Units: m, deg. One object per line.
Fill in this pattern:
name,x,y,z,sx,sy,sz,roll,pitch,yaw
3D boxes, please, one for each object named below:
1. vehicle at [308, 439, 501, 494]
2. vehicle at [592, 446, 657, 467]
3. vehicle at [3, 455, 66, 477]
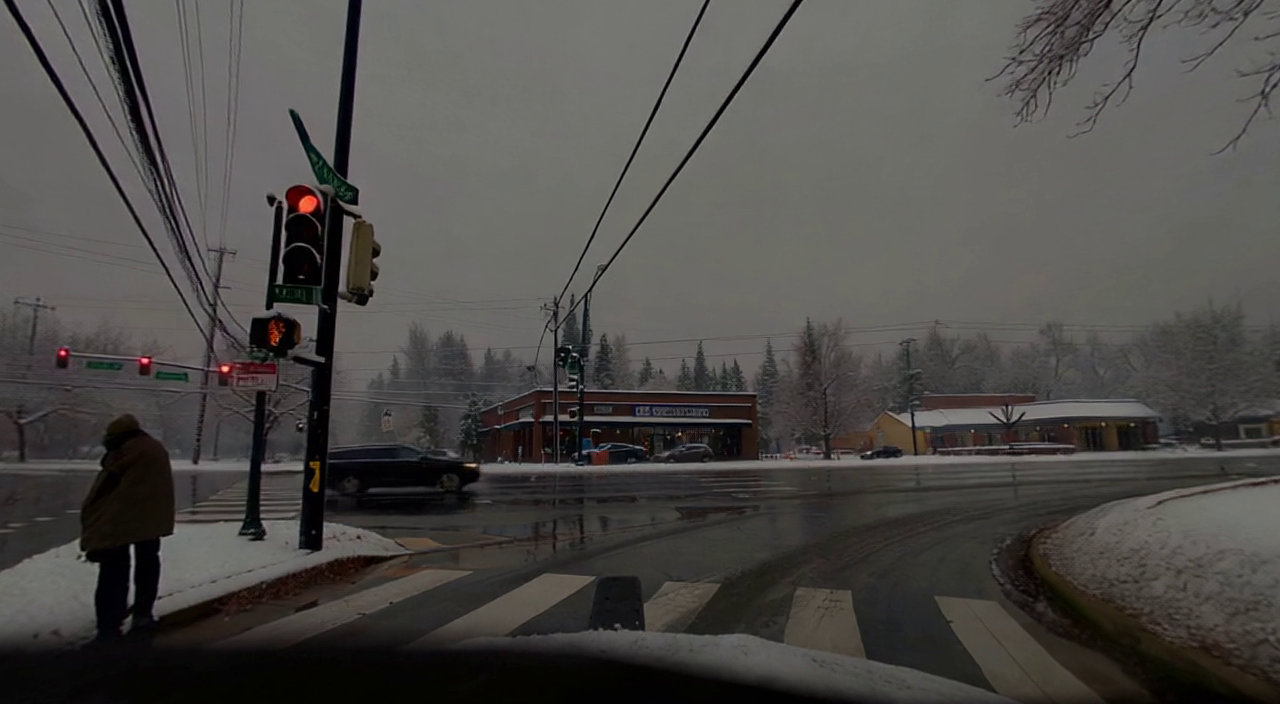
vehicle,-6.614,3.264,18.220,4.700,1.479,2.095,0,-8,0
vehicle,-1.139,7.549,45.817,4.391,1.451,1.717,4,-9,-26
vehicle,-46.368,8.680,48.474,2.058,1.487,4.660,4,-9,-26
